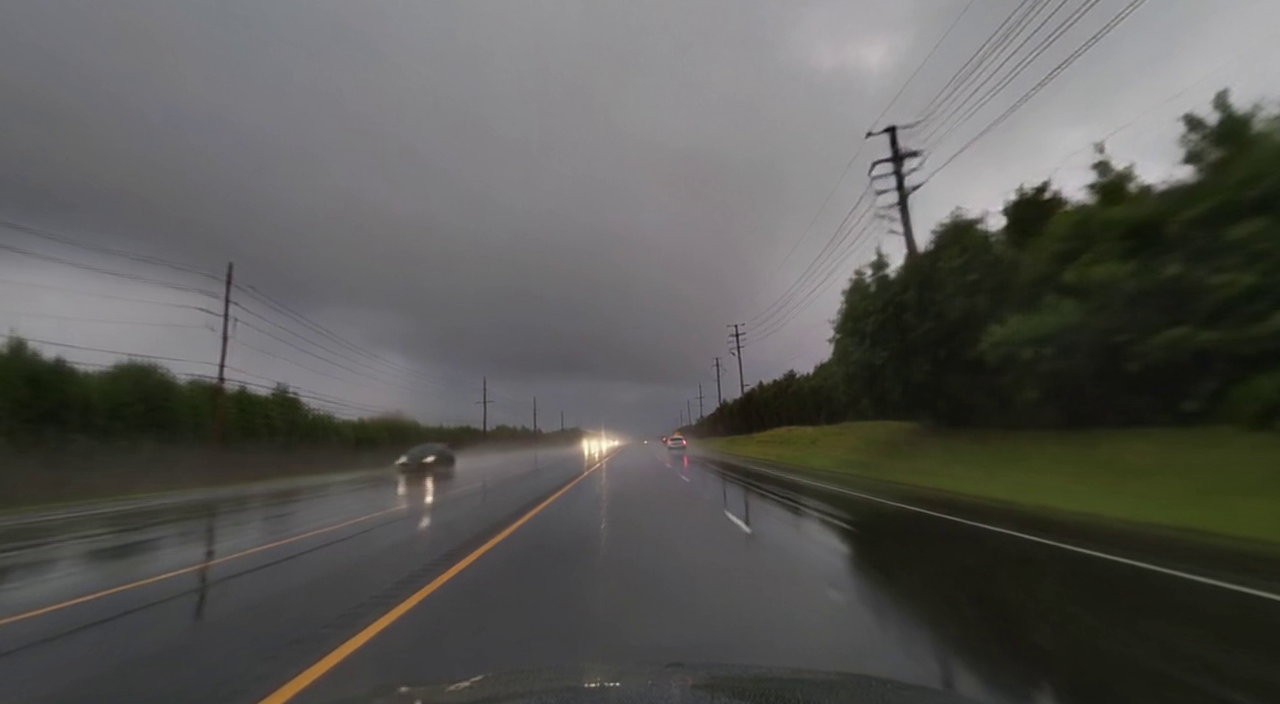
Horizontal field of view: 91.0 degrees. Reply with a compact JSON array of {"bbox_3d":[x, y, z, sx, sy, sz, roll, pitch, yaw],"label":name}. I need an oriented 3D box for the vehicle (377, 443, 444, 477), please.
[{"bbox_3d":[-11.407,5.353,31.556,1.891,1.550,3.836,-1,-8,0],"label":"vehicle"}]
